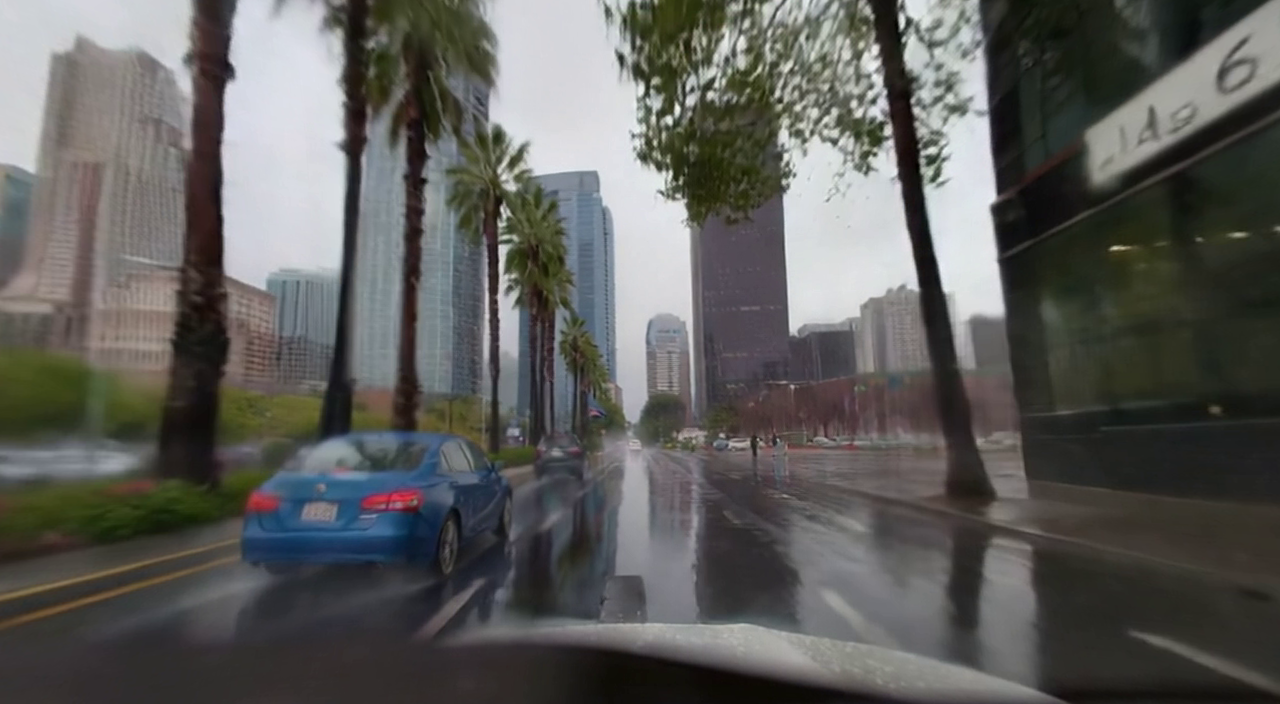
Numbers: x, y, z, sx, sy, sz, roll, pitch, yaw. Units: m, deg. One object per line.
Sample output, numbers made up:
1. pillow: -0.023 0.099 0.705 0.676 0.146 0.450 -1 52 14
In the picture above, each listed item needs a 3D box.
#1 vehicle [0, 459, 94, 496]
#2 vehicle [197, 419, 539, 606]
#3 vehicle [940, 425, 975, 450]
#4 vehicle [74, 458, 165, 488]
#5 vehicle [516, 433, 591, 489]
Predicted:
1. vehicle: -30.257 6.223 31.446 1.956 1.640 4.715 -2 -9 -1
2. vehicle: -2.627 1.671 7.535 2.071 1.544 4.383 0 -8 1
3. vehicle: 24.996 6.771 49.715 1.679 1.923 3.703 -6 -11 37
4. vehicle: -30.211 7.012 36.849 1.832 1.584 4.045 0 -8 1
5. vehicle: -2.857 3.699 21.725 1.894 1.702 3.999 0 -8 2
